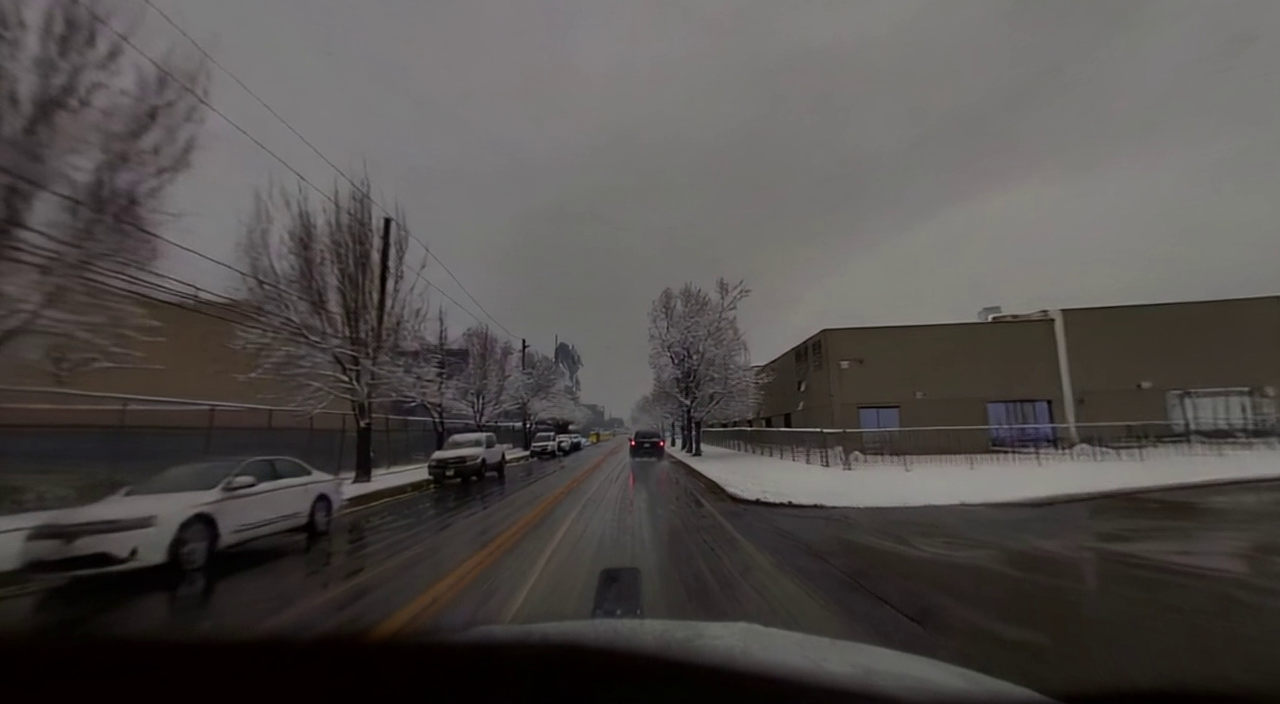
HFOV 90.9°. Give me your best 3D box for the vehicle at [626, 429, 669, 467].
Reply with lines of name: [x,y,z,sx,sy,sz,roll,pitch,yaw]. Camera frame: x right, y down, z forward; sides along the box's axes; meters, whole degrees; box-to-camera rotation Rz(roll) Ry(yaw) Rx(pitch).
vehicle: [0.363,5.155,34.078,2.152,1.874,4.042,0,-8,0]

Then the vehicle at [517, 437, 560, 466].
vehicle: [-6.193,6.117,38.913,1.926,1.647,4.185,0,-8,1]

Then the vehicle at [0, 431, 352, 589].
vehicle: [-5.801,1.966,8.563,1.938,1.500,4.130,-3,-9,-2]

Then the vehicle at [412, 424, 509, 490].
vehicle: [-6.251,3.726,22.560,2.005,1.989,4.929,-3,-9,0]
